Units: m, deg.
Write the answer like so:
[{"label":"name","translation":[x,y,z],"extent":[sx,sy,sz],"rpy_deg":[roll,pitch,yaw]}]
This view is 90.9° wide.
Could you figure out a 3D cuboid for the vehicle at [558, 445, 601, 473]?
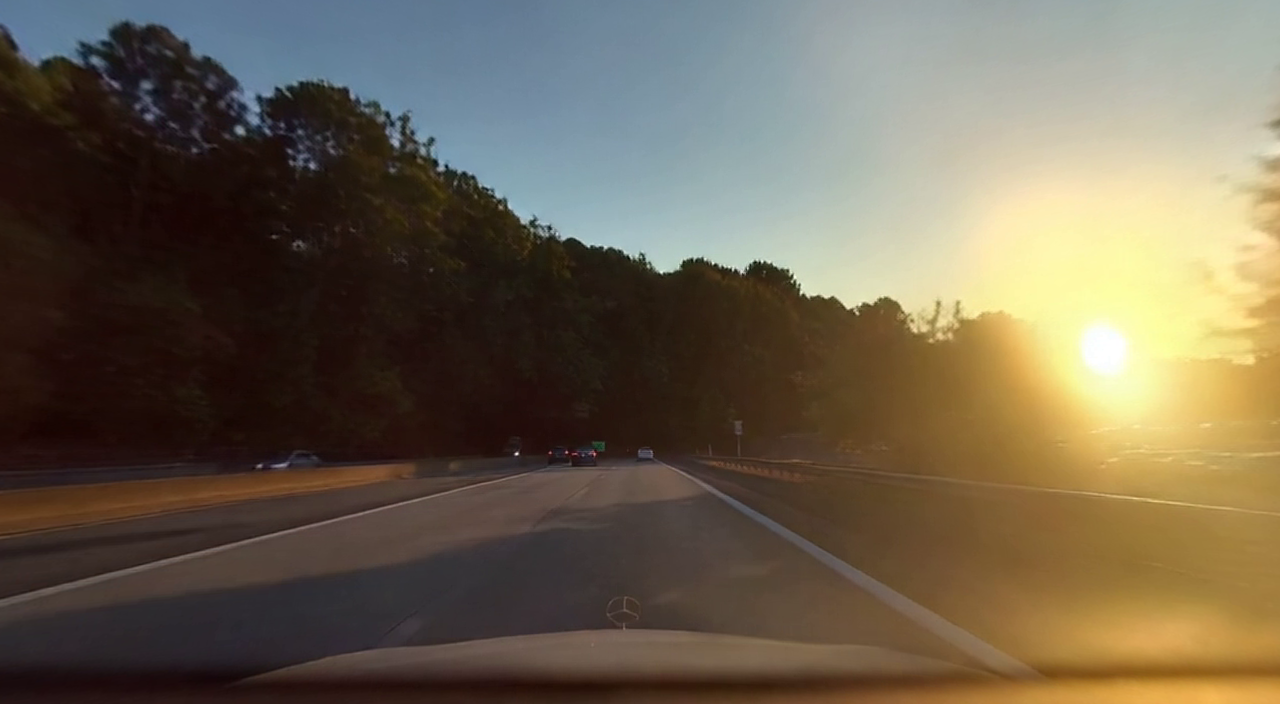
[{"label":"vehicle","translation":[-3.392,6.128,36.218],"extent":[2.112,1.498,4.117],"rpy_deg":[0,-9,-1]}]

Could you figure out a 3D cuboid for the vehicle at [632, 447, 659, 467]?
[{"label":"vehicle","translation":[0.384,7.934,47.766],"extent":[1.989,1.402,3.831],"rpy_deg":[0,-9,-1]}]

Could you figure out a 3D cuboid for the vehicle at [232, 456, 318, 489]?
[{"label":"vehicle","translation":[-18.877,6.218,32.845],"extent":[1.889,1.545,4.437],"rpy_deg":[0,-9,-1]}]
